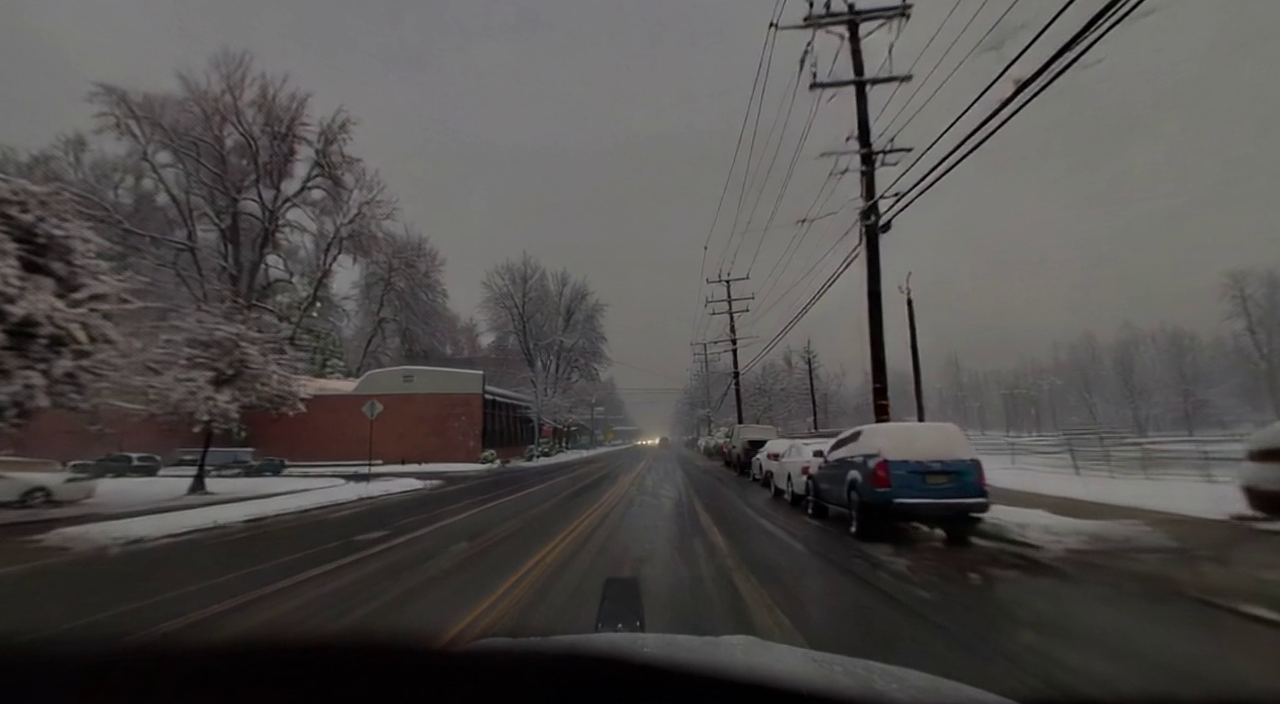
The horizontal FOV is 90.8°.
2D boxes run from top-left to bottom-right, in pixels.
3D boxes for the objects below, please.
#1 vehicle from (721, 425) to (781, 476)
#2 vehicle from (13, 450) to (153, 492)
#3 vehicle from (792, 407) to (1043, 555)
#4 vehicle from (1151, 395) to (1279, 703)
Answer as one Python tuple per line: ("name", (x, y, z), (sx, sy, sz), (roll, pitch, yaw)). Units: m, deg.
("vehicle", (4.973, 4.497, 29.060), (2.026, 2.106, 4.753), (0, -8, 1))
("vehicle", (-21.779, 4.634, 24.789), (3.828, 1.496, 1.820), (0, -9, 4))
("vehicle", (4.092, 1.981, 10.449), (1.952, 1.849, 4.837), (0, -8, 0))
("vehicle", (3.398, 0.692, 0.767), (2.261, 1.503, 4.695), (-2, -8, 11))
